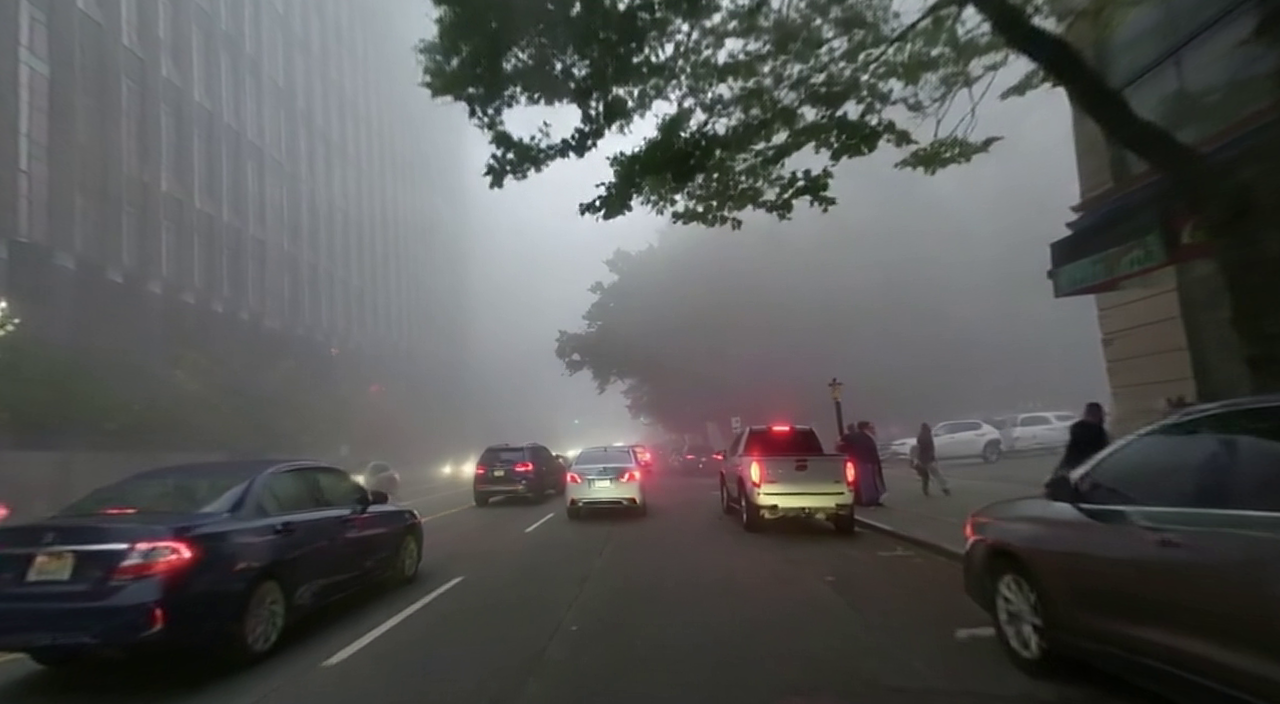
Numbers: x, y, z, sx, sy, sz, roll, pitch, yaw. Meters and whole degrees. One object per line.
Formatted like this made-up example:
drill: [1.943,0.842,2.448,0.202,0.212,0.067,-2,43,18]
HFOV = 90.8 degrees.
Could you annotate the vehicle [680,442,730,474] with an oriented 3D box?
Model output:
vehicle: [3.219,5.299,31.977,2.065,1.461,4.181,0,-8,0]

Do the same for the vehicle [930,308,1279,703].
vehicle: [3.171,0.770,2.413,1.971,1.749,4.564,0,-8,1]

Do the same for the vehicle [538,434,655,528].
vehicle: [-0.746,2.621,13.416,2.076,1.667,3.948,-1,-8,2]

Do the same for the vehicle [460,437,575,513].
vehicle: [-3.249,3.356,17.832,2.000,1.818,4.668,-1,-8,4]

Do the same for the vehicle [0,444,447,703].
vehicle: [-3.290,1.505,5.143,1.940,1.481,4.376,-1,-8,2]

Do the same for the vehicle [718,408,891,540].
vehicle: [2.747,2.186,11.928,2.352,1.953,4.798,-1,-9,5]
